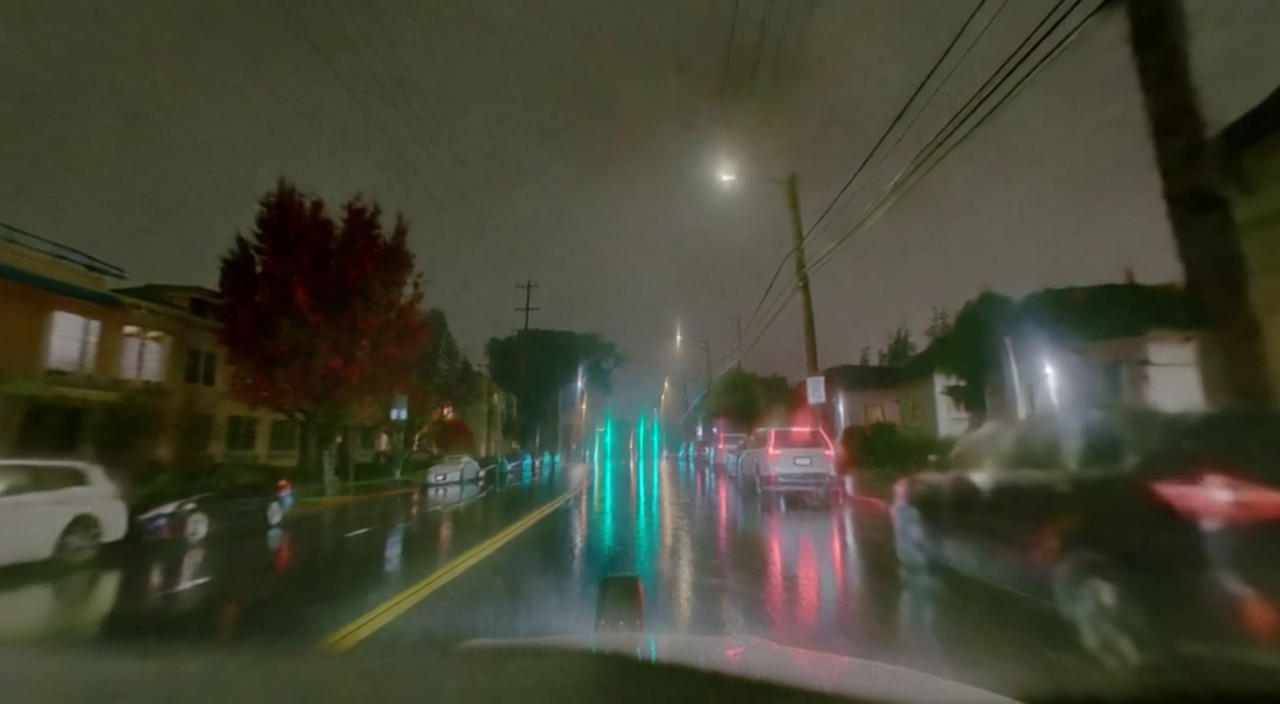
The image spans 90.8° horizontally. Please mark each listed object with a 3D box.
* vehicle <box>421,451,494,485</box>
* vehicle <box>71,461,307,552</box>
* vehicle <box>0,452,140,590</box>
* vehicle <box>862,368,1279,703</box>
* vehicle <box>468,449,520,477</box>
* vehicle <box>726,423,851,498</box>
[{"bbox_3d":[-8.923,5.680,31.302,2.208,1.508,4.590,0,-8,0],"label":"vehicle"},{"bbox_3d":[-9.185,3.119,13.452,1.818,1.469,4.349,0,-8,0],"label":"vehicle"},{"bbox_3d":[-9.365,2.223,8.207,2.061,1.748,4.316,-1,-8,2],"label":"vehicle"},{"bbox_3d":[3.714,1.219,5.074,2.089,1.638,4.628,0,-8,-1],"label":"vehicle"},{"bbox_3d":[-8.705,6.639,38.057,1.948,1.508,4.656,-1,-8,2],"label":"vehicle"},{"bbox_3d":[3.848,2.921,17.447,2.225,1.759,4.817,0,-8,-1],"label":"vehicle"}]
